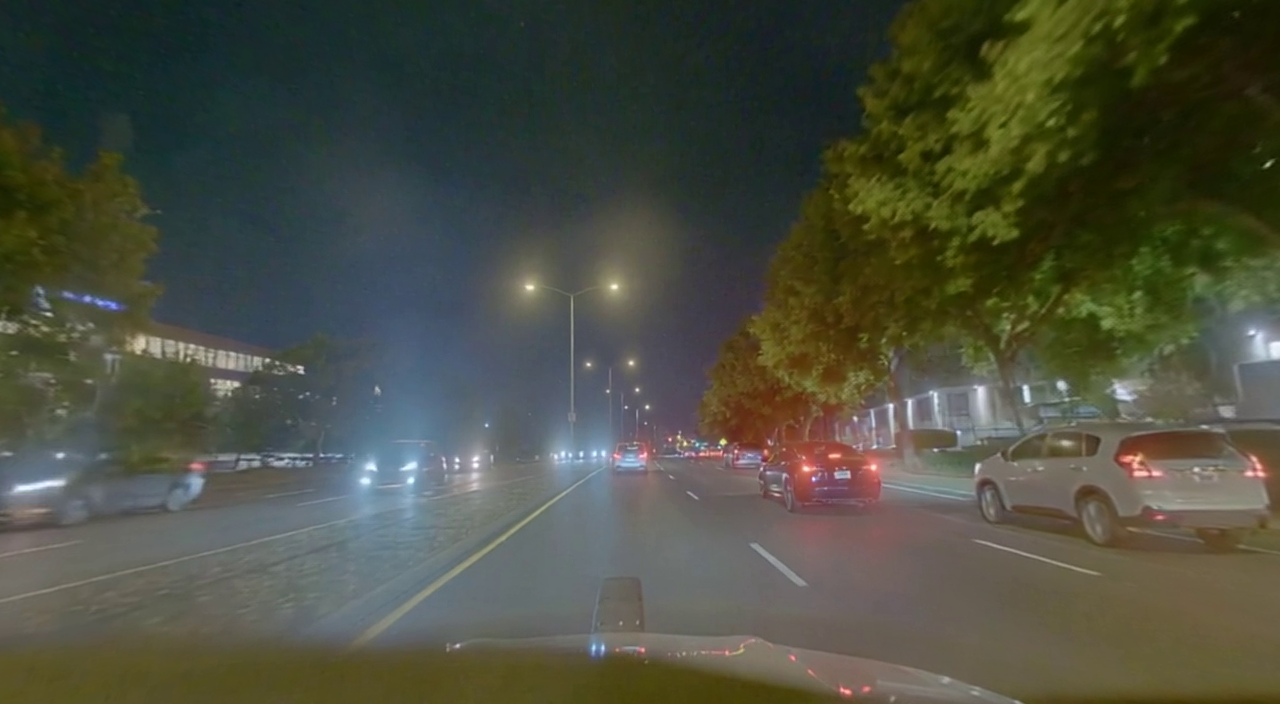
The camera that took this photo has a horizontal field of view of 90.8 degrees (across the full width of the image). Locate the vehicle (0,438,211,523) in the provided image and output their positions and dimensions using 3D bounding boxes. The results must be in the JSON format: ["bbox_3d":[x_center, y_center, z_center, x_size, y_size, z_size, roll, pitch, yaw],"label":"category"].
[{"bbox_3d":[-13.179,3.041,15.516,2.029,1.737,4.471,-1,-9,1],"label":"vehicle"}]

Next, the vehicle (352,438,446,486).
[{"bbox_3d":[-9.438,4.336,25.183,1.950,1.717,4.299,-1,-9,1],"label":"vehicle"}]

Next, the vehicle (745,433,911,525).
[{"bbox_3d":[3.416,2.391,12.438,1.858,1.466,4.230,0,-9,-2],"label":"vehicle"}]

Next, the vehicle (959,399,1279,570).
[{"bbox_3d":[6.913,1.761,9.123,2.134,1.810,4.590,0,-9,-1],"label":"vehicle"}]

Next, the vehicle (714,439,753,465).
[{"bbox_3d":[6.937,7.483,47.297,2.068,1.779,4.567,0,-9,-2],"label":"vehicle"}]

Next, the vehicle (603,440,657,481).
[{"bbox_3d":[-0.400,4.280,25.106,1.994,1.479,3.647,0,-9,-1],"label":"vehicle"}]

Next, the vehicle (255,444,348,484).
[{"bbox_3d":[-16.947,5.588,31.972,1.983,1.828,4.833,-1,-9,1],"label":"vehicle"}]

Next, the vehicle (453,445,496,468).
[{"bbox_3d":[-12.517,7.912,48.075,1.973,1.674,4.492,-1,-9,1],"label":"vehicle"}]
